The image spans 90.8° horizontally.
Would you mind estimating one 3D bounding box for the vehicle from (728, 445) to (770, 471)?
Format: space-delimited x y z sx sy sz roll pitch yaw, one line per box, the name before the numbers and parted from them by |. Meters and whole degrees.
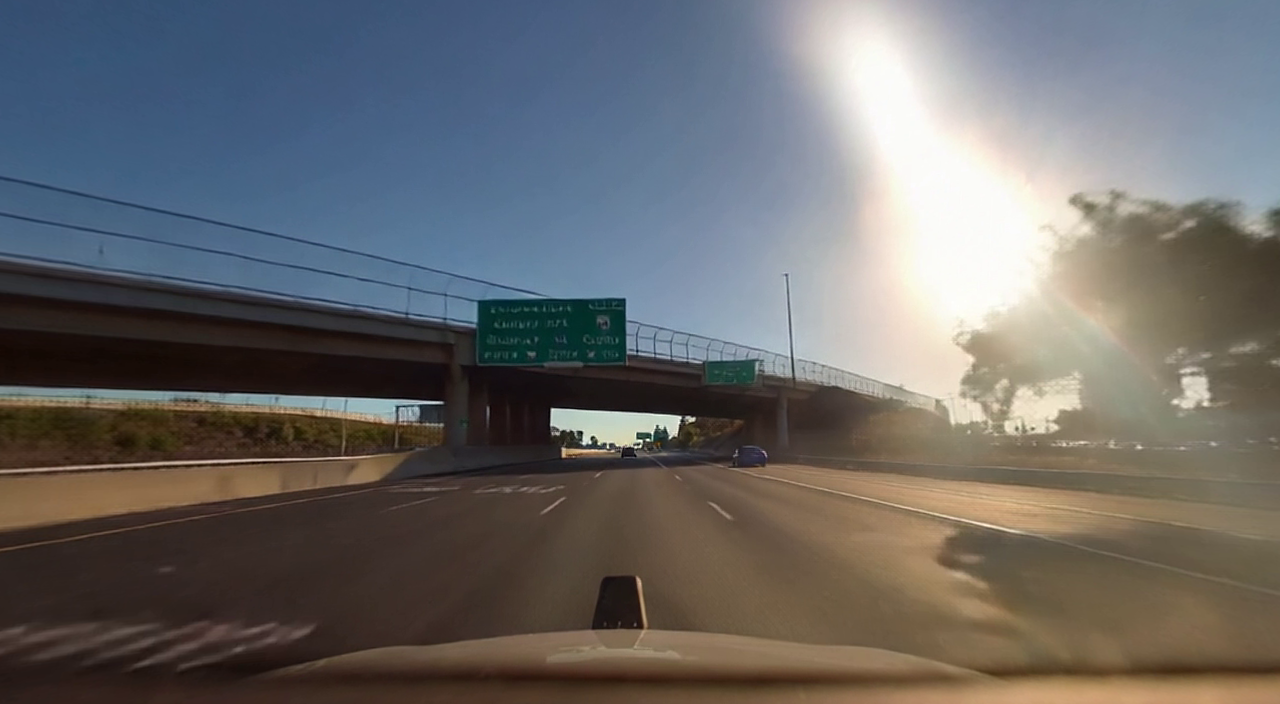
vehicle | 7.165 7.014 42.113 1.958 1.498 4.447 0 -7 -1
